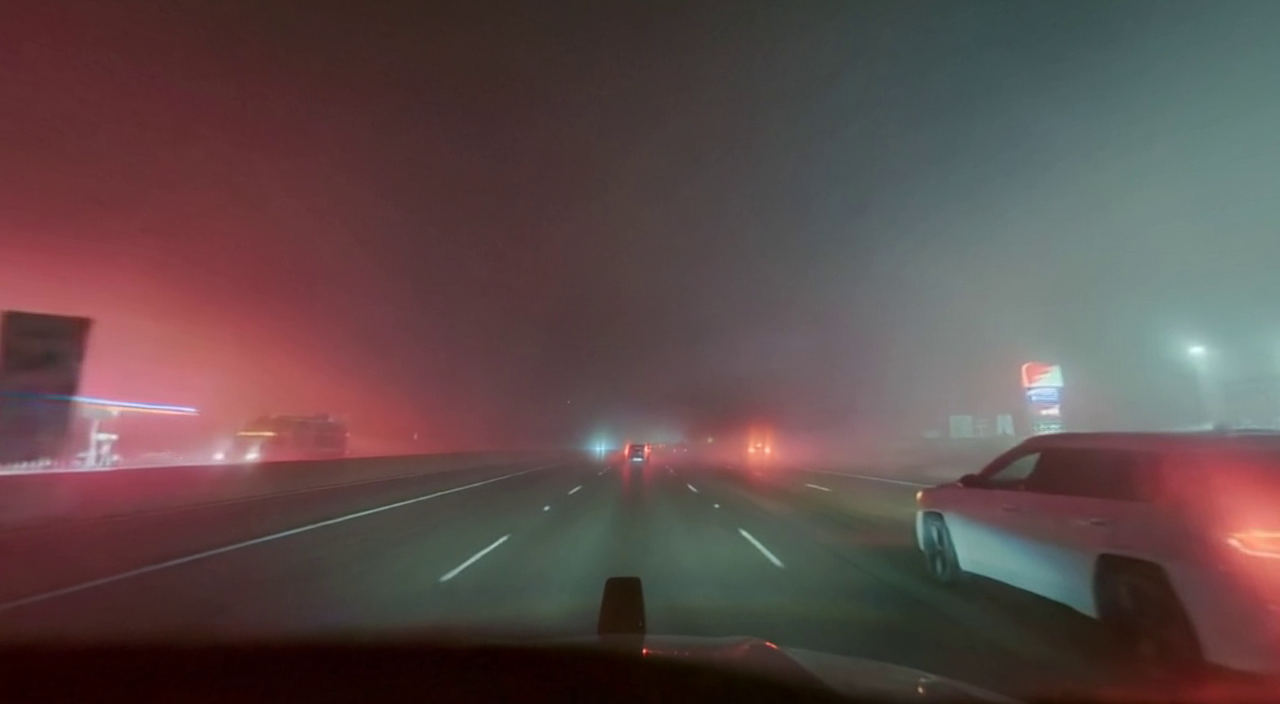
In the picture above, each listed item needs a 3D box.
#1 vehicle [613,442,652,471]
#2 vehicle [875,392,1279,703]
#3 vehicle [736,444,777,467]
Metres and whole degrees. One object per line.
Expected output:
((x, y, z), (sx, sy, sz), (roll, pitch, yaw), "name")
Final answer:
((-0.422, 5.759, 34.980), (1.999, 1.473, 4.351), (0, -8, -1), "vehicle")
((3.540, 1.174, 4.225), (2.172, 1.490, 4.668), (0, -8, 1), "vehicle")
((7.666, 6.848, 41.987), (1.867, 1.463, 4.295), (0, -8, -1), "vehicle")
